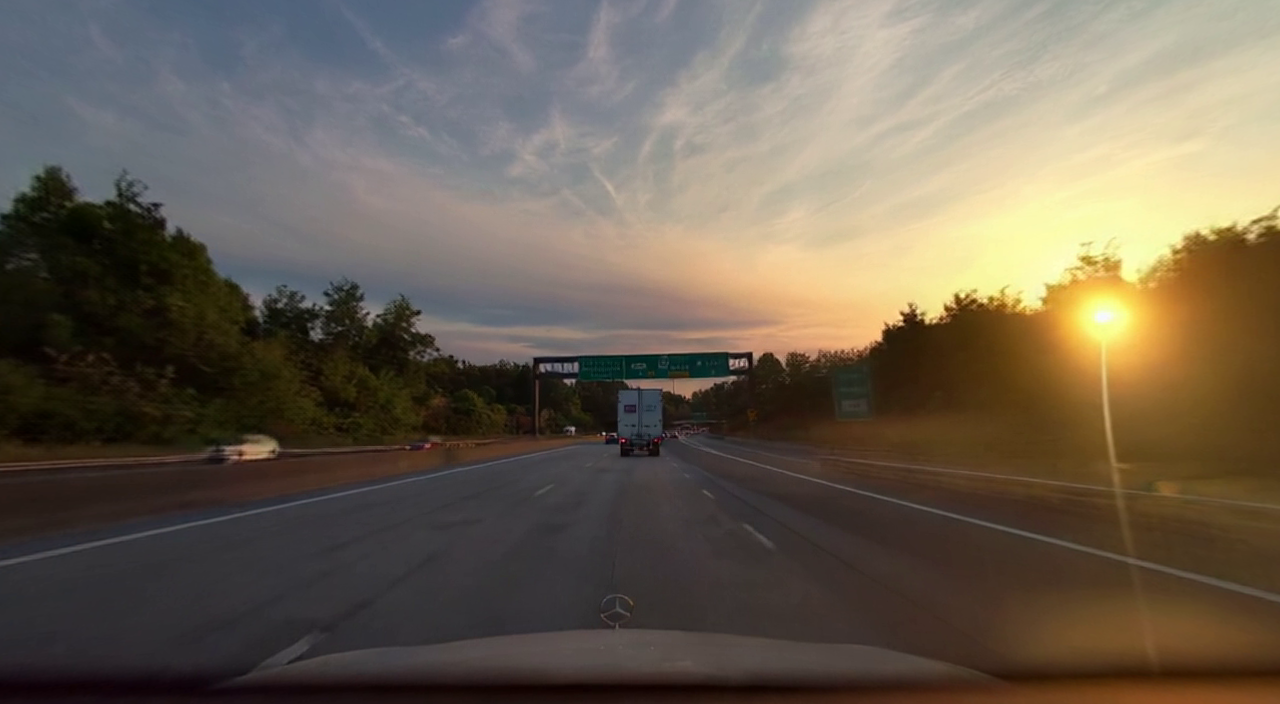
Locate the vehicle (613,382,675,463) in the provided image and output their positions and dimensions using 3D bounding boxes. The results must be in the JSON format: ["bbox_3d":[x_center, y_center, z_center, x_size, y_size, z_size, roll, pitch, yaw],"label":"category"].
[{"bbox_3d":[0.114,3.838,33.385,2.855,3.741,8.587,0,-8,-1],"label":"vehicle"}]

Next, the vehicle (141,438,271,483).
[{"bbox_3d":[-17.770,4.426,26.137,2.091,1.672,4.610,0,-8,1],"label":"vehicle"}]
